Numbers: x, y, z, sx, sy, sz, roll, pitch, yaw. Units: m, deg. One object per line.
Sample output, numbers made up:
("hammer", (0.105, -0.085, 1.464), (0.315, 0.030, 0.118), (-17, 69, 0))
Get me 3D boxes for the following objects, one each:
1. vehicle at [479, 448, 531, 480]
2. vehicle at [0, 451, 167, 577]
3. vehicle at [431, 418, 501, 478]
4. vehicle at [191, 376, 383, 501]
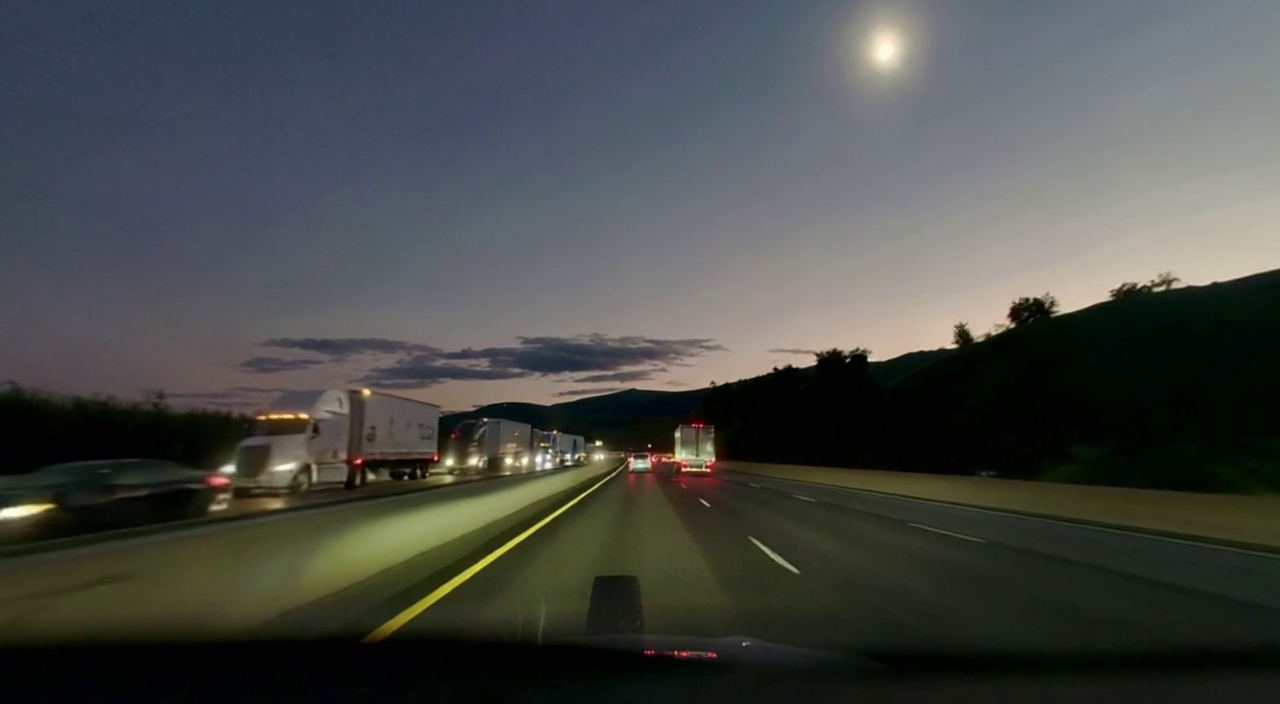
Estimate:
("vehicle", (-8.609, 7.174, 40.693), (2.153, 1.897, 5.058), (0, -9, 1))
("vehicle", (-8.560, 2.037, 8.144), (1.844, 1.467, 3.930), (0, -9, 0))
("vehicle", (-12.310, 6.856, 45.265), (3.159, 3.955, 6.511), (0, -9, 0))
("vehicle", (-12.545, 3.236, 23.380), (3.048, 3.943, 6.642), (0, -9, 0))
